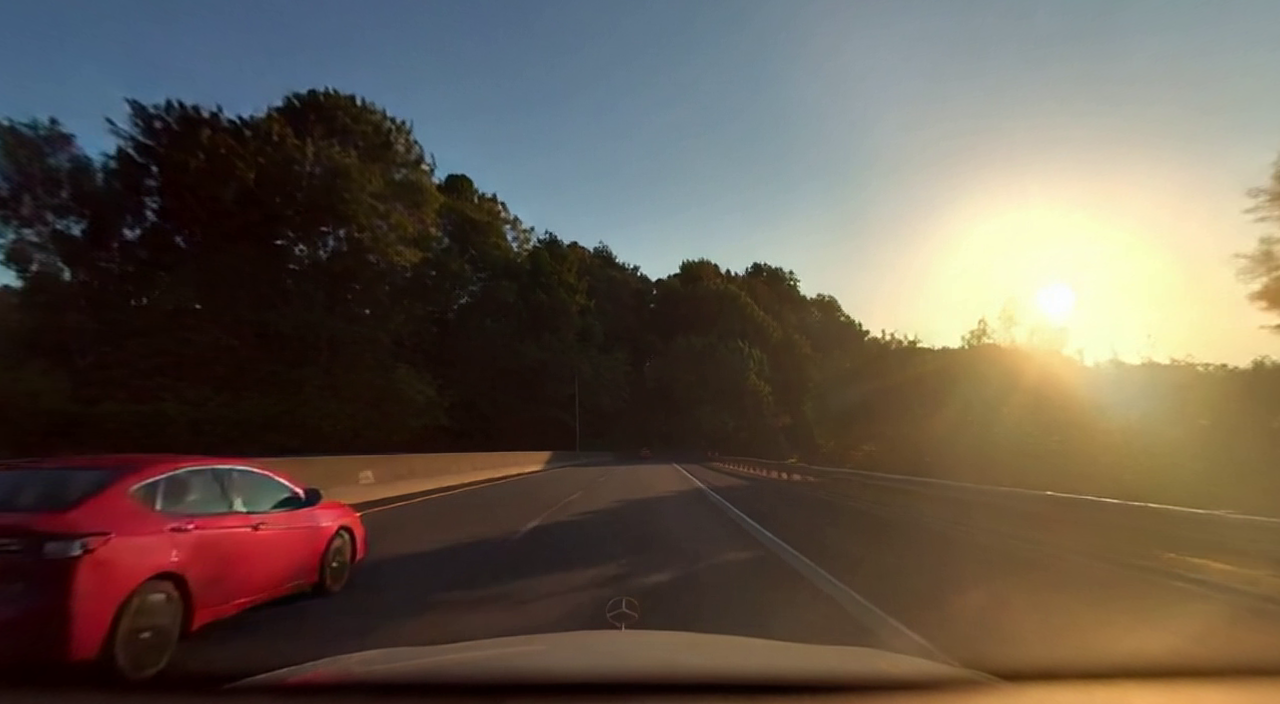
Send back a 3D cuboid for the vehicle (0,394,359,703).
[{"bbox_3d":[-3.427,1.047,3.299,1.934,1.486,4.115,0,-9,1],"label":"vehicle"}]
